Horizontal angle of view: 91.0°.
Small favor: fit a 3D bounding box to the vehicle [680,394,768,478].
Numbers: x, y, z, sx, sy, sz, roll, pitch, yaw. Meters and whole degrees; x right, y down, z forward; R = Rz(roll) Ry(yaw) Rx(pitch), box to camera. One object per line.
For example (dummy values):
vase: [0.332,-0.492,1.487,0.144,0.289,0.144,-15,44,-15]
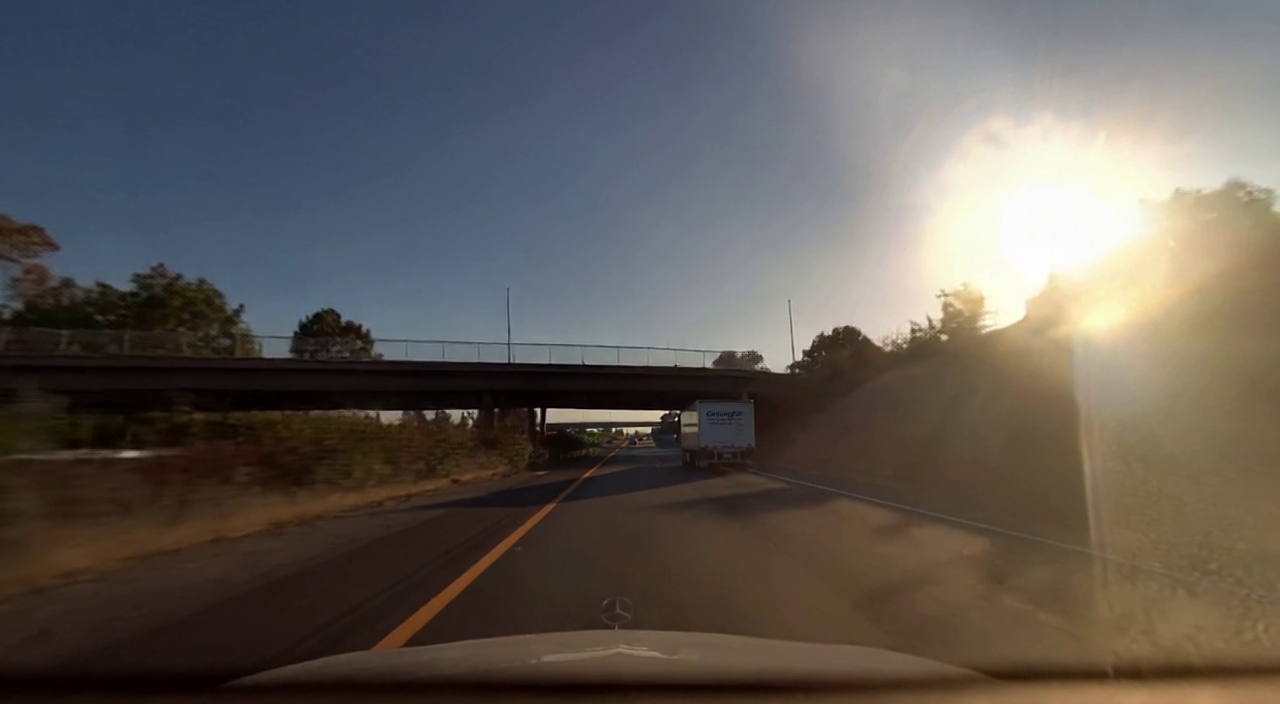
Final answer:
vehicle: [3.482,3.744,28.018,2.702,3.193,7.196,0,-8,-1]
